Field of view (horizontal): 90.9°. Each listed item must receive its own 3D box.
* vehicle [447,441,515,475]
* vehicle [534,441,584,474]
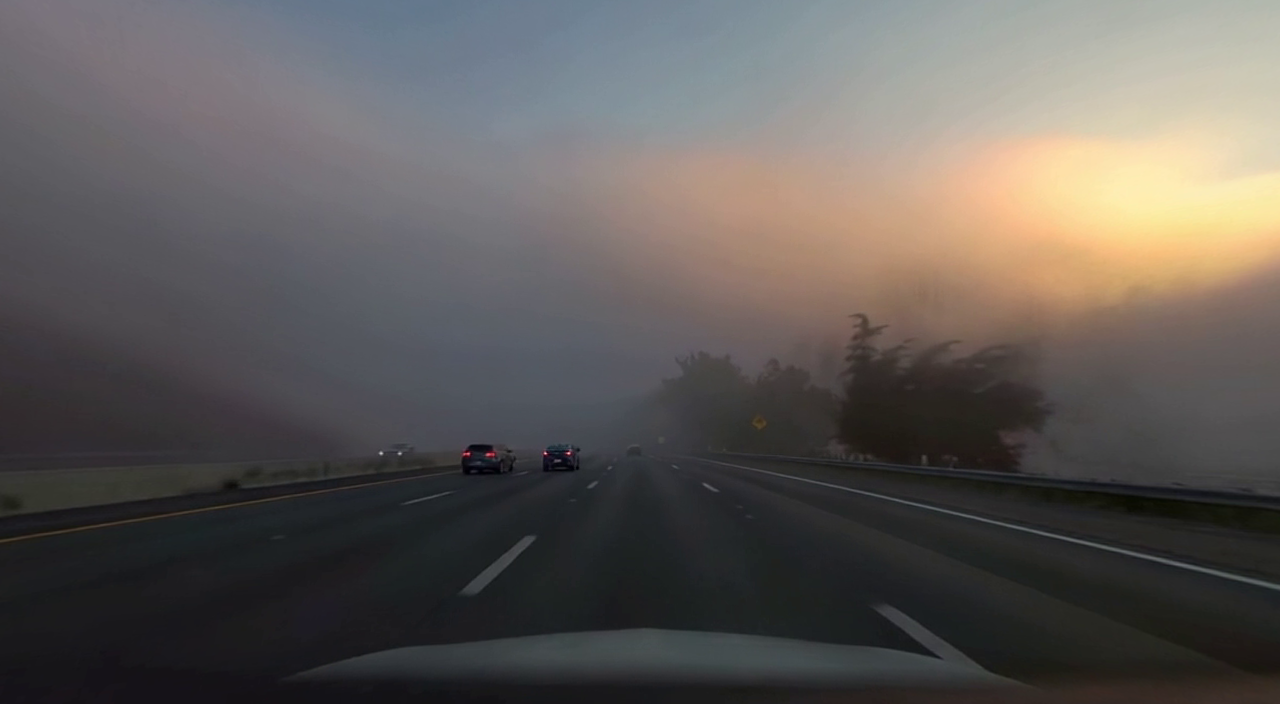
[{"bbox_3d":[-7.523,5.061,30.367,2.038,1.463,4.656,0,-8,0],"label":"vehicle"},{"bbox_3d":[-3.879,5.129,30.928,1.936,1.465,4.060,0,-8,0],"label":"vehicle"}]
